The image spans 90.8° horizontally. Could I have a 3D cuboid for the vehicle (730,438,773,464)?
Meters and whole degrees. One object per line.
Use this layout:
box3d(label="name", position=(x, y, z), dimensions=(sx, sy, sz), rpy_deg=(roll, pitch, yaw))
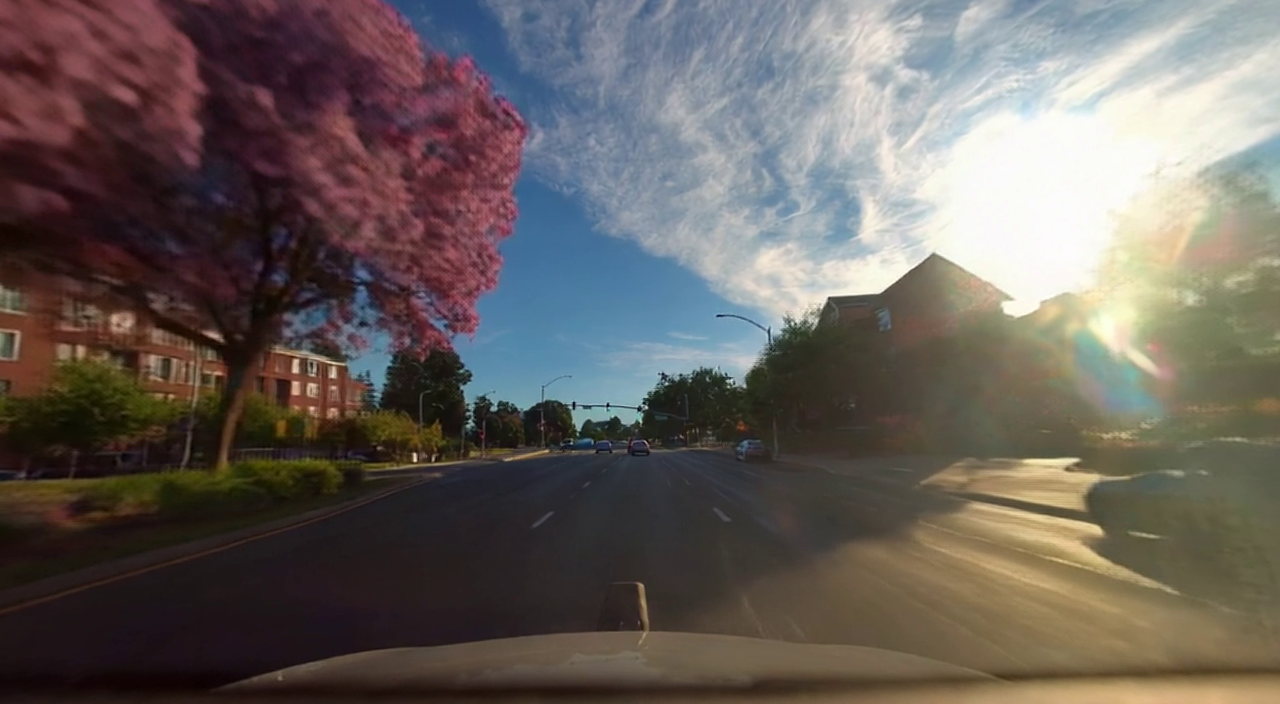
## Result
box3d(label="vehicle", position=(7.176, 6.421, 41.198), dimensions=(1.933, 1.580, 4.162), rpy_deg=(0, -8, -1))

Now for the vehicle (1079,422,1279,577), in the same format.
box3d(label="vehicle", position=(7.068, 1.465, 6.462), dimensions=(2.032, 1.449, 4.413), rpy_deg=(0, -8, 1))
